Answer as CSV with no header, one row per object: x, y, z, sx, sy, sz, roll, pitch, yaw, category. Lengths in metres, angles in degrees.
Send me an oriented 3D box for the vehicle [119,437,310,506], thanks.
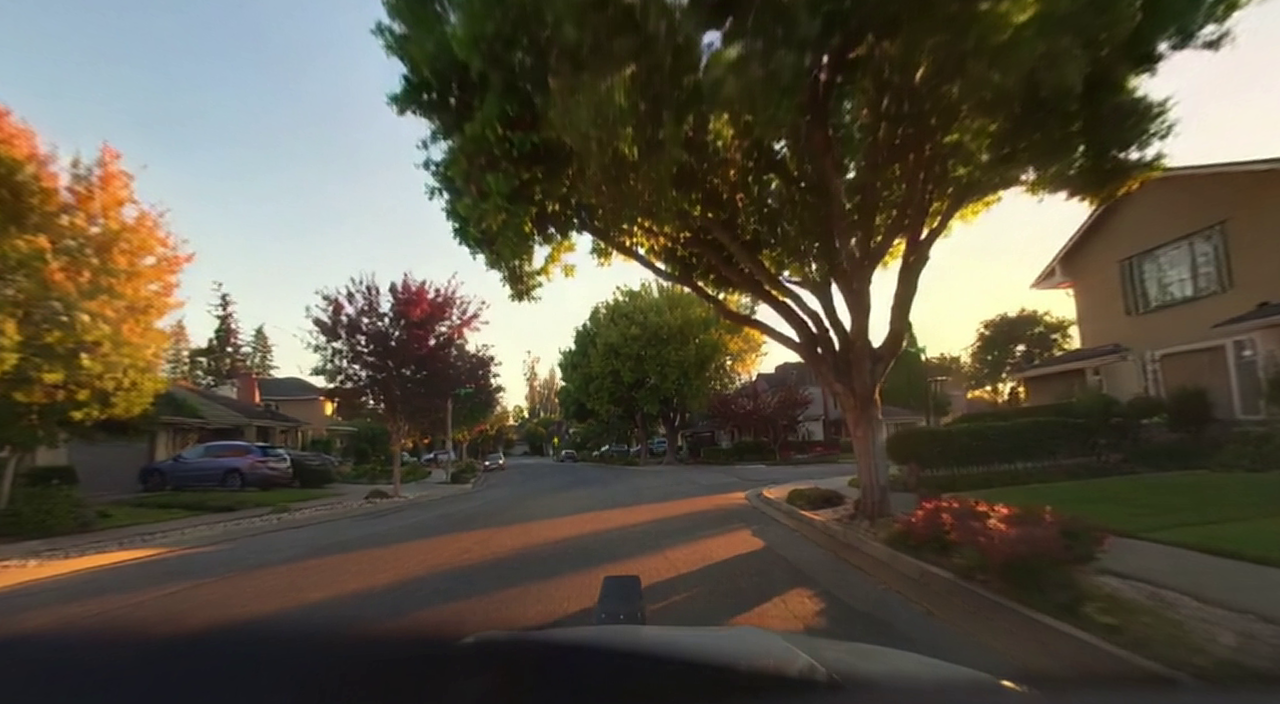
-14.756,4.186,22.302,5.045,1.835,2.315,-3,-10,-12,vehicle
